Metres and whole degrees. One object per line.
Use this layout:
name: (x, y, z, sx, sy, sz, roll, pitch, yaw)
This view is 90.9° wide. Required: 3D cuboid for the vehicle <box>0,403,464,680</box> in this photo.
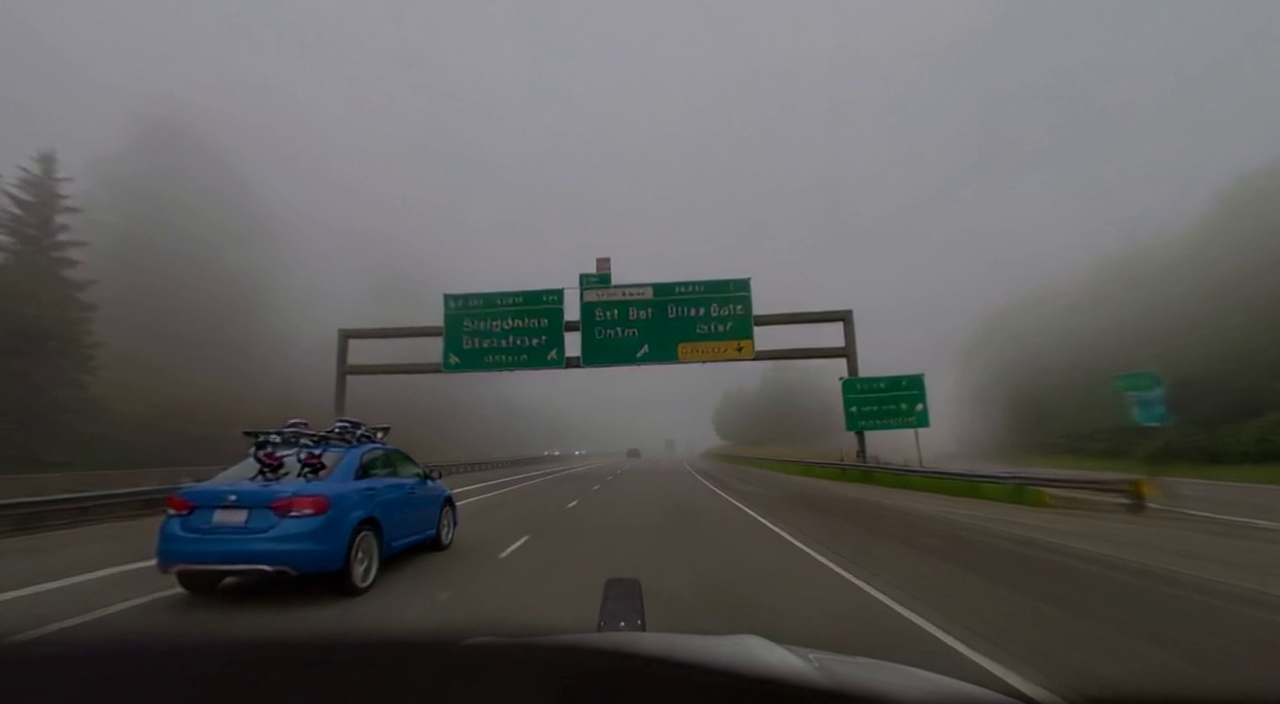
vehicle: (-3.312, 1.411, 5.816, 2.108, 1.557, 4.344, 0, -9, 0)
